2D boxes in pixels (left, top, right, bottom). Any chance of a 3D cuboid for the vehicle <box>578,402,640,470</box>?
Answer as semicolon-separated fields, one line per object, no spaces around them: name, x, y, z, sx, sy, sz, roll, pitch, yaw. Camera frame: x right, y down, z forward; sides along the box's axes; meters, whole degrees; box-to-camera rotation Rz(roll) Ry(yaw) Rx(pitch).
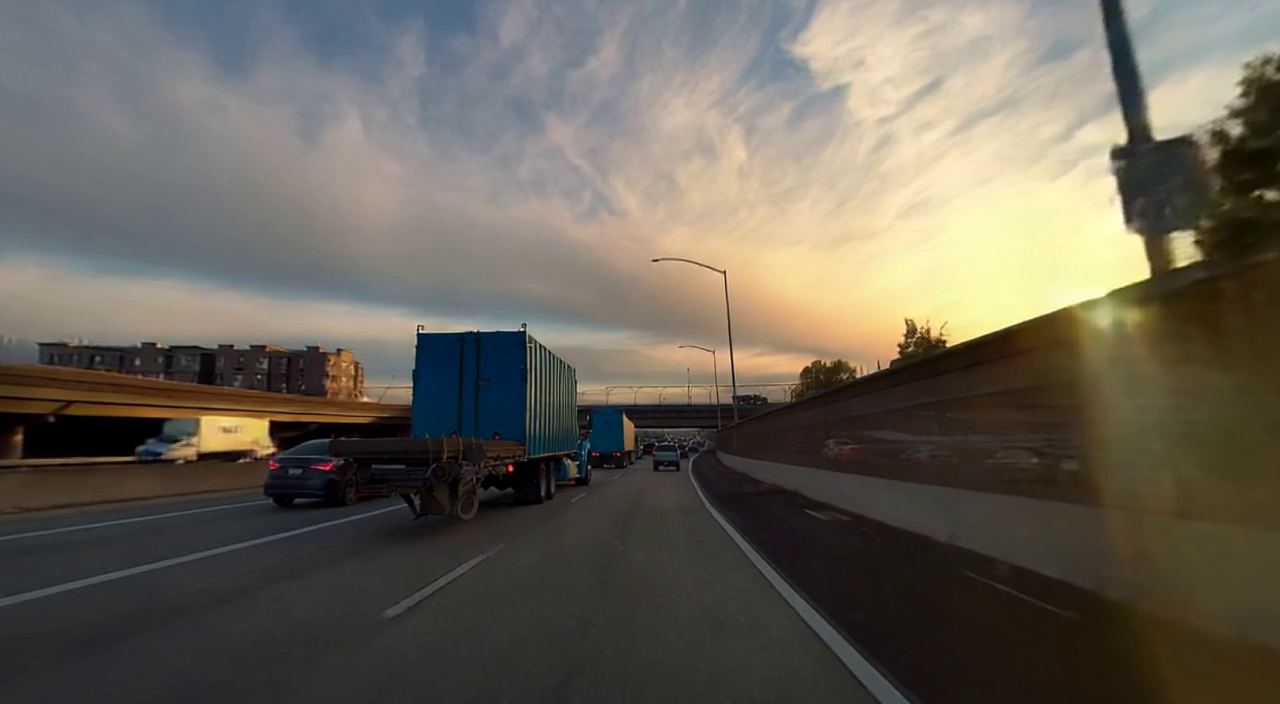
vehicle;-1.795;5.578;41.222;3.073;3.894;9.782;-1;-9;3

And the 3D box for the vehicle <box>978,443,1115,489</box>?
vehicle;14.390;4.049;22.738;1.872;1.454;4.908;0;-9;3

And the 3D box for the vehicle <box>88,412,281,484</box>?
vehicle;-18.742;4.056;26.632;2.693;2.620;6.899;0;-9;3

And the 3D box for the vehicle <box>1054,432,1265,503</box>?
vehicle;14.071;3.148;17.569;2.022;1.675;4.792;-1;-9;4

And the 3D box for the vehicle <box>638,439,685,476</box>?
vehicle;1.109;5.167;31.029;2.178;1.640;4.071;-1;-9;4

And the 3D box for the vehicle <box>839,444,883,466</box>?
vehicle;16.064;7.509;46.015;1.859;1.452;4.749;-1;-9;4

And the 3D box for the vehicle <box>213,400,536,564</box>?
vehicle;-3.304;1.714;8.893;2.896;1.779;3.441;1;-9;2

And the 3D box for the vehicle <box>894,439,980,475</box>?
vehicle;14.901;5.292;31.972;2.237;1.656;4.676;0;-9;2
